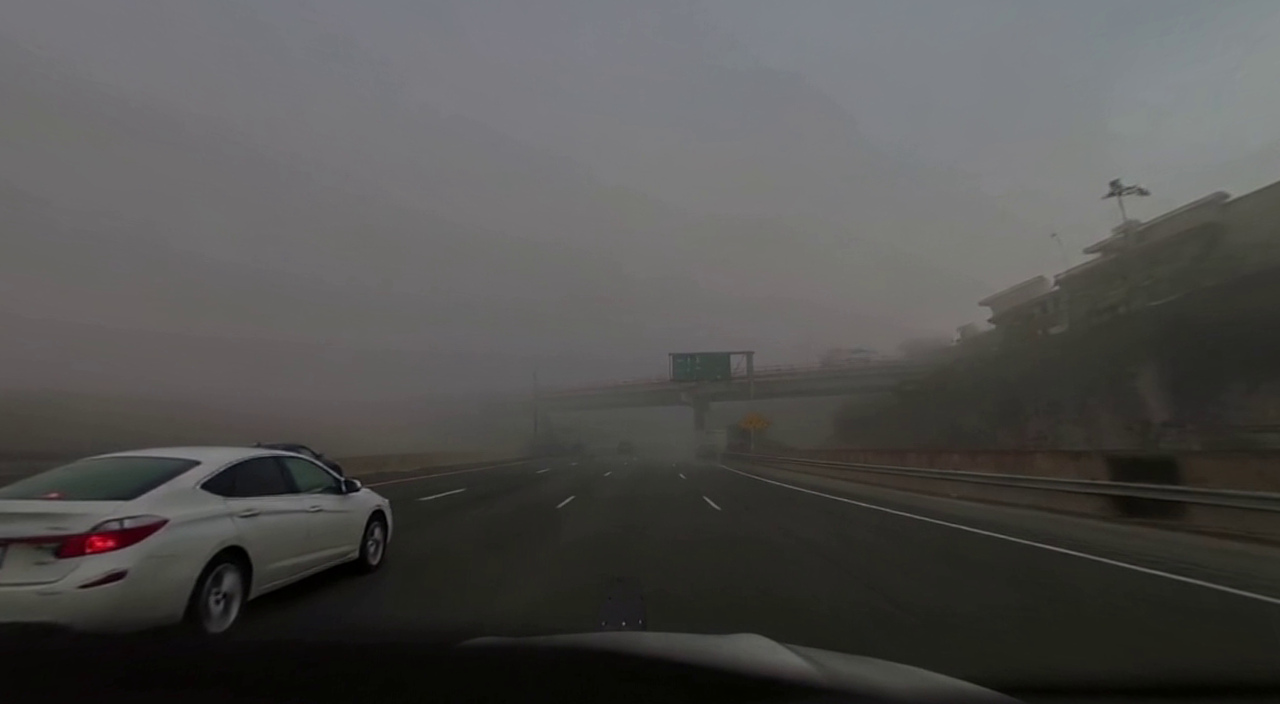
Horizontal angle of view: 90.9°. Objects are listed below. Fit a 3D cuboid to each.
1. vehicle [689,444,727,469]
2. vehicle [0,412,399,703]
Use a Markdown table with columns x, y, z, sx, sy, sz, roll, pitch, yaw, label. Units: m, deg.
| x | y | z | sx | sy | sz | roll | pitch | yaw | label |
| --- | --- | --- | --- | --- | --- | --- | --- | --- | --- |
| 4.295 | 6.680 | 40.584 | 2.059 | 1.509 | 4.670 | 0 | -8 | 1 | vehicle |
| -3.749 | 1.318 | 4.877 | 1.990 | 1.477 | 4.308 | 0 | -8 | 1 | vehicle |
